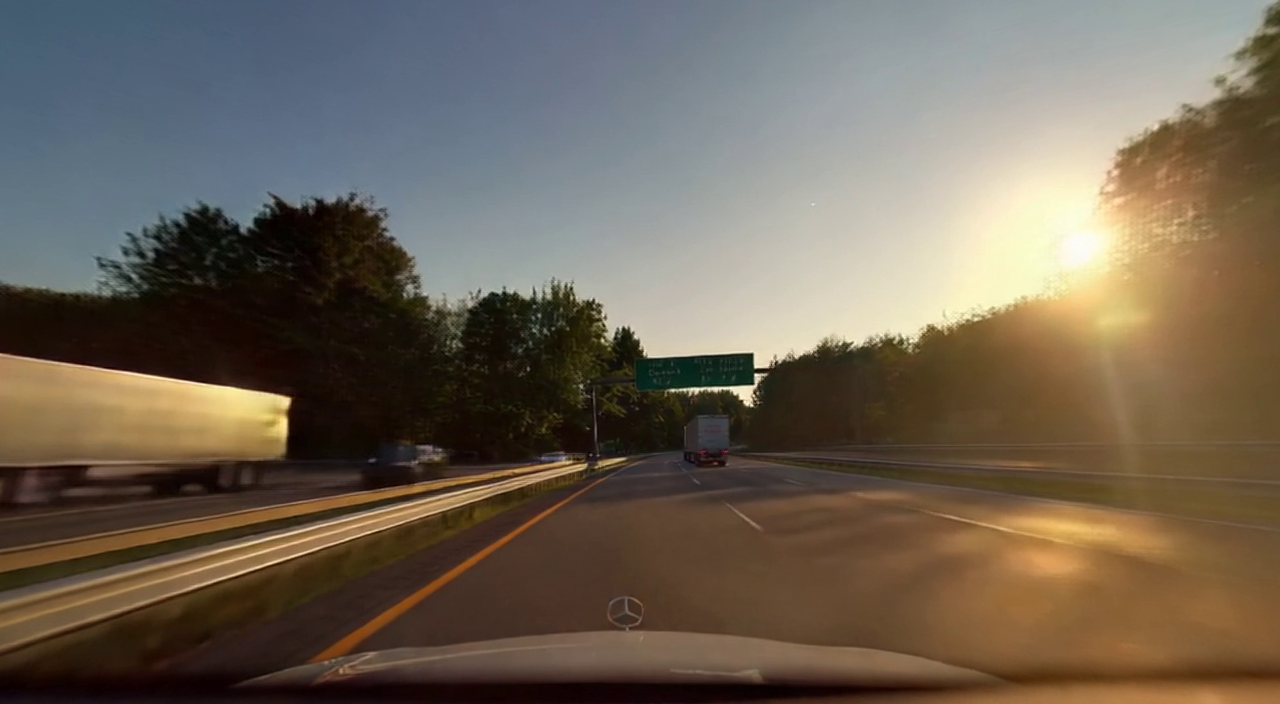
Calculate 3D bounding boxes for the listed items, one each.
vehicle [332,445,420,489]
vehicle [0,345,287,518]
[{"bbox_3d":[-11.574,5.047,27.970,2.033,1.808,4.059,0,-9,1],"label":"vehicle"},{"bbox_3d":[-16.353,2.546,19.156,2.852,4.027,14.081,0,-9,1],"label":"vehicle"}]
